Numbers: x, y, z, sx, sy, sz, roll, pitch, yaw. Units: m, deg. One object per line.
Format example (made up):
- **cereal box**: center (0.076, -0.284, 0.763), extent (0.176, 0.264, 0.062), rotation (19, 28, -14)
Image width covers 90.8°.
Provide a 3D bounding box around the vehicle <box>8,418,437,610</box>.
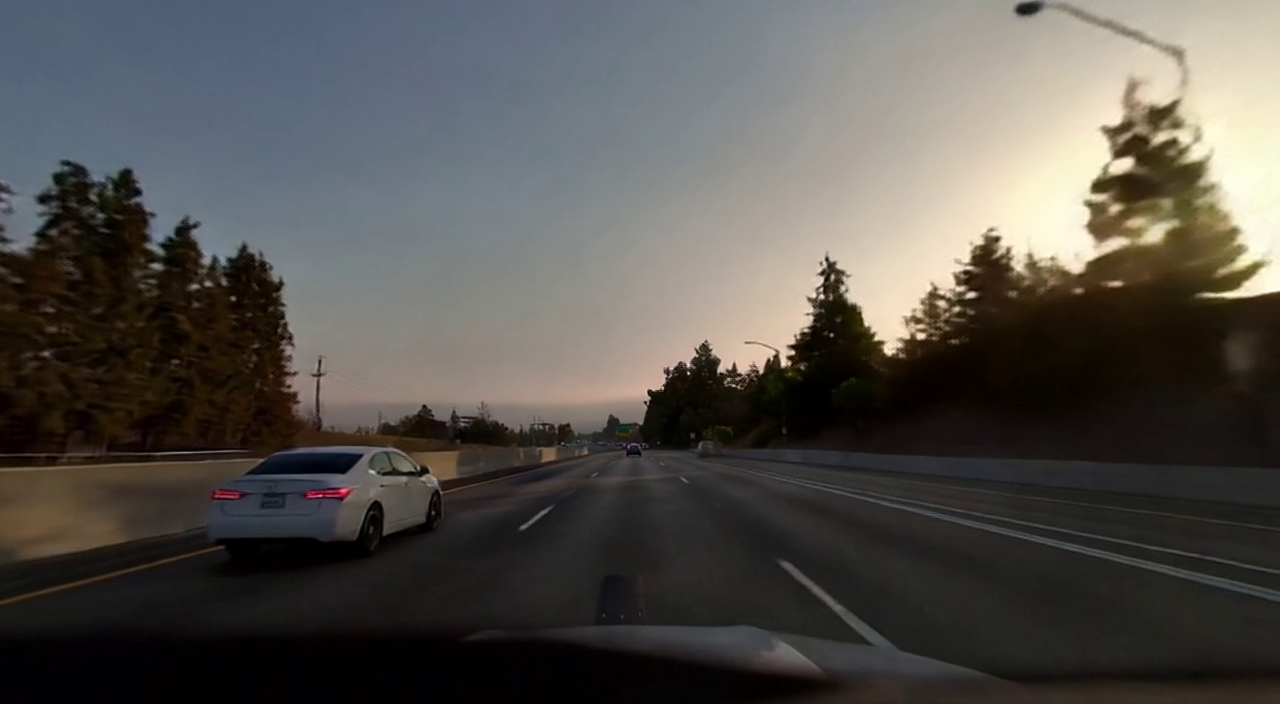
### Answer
- **vehicle**: center (-4.109, 1.642, 7.357), extent (2.050, 1.547, 4.266), rotation (0, -8, 0)
